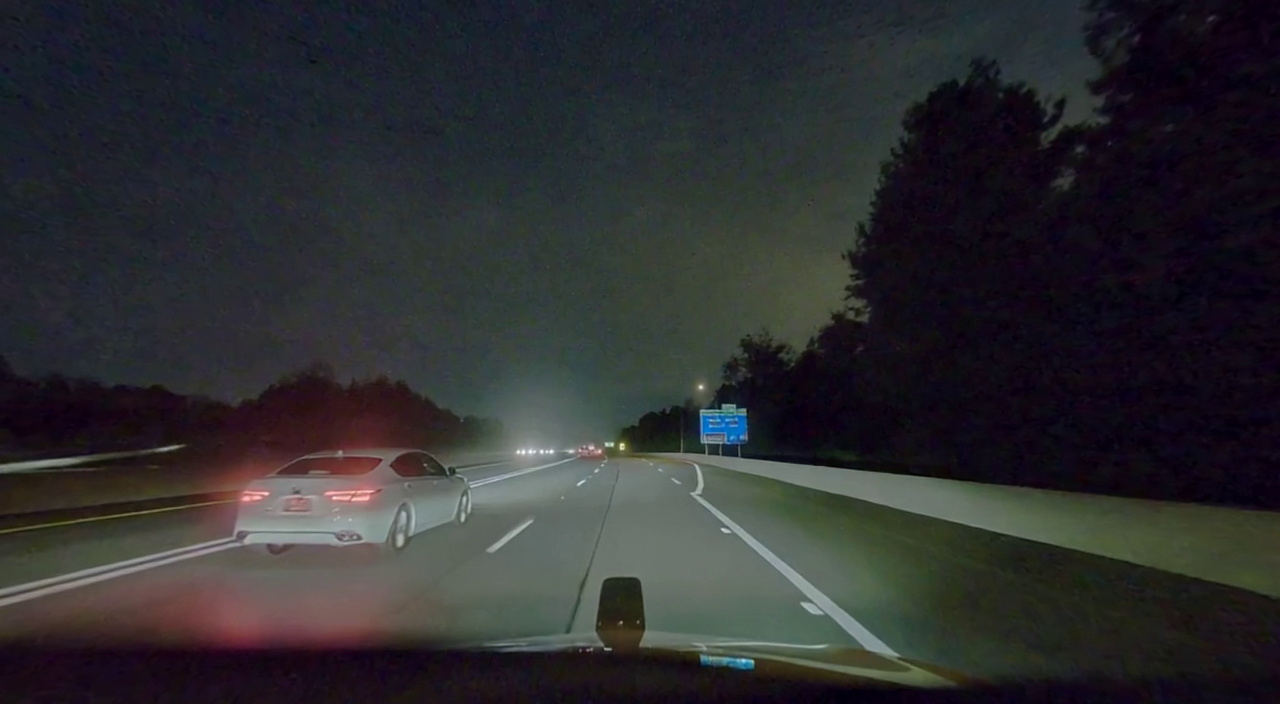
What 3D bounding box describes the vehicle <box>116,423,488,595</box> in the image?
[{"bbox_3d":[-3.754,1.851,8.430,2.184,1.574,5.004,0,-9,0],"label":"vehicle"}]
